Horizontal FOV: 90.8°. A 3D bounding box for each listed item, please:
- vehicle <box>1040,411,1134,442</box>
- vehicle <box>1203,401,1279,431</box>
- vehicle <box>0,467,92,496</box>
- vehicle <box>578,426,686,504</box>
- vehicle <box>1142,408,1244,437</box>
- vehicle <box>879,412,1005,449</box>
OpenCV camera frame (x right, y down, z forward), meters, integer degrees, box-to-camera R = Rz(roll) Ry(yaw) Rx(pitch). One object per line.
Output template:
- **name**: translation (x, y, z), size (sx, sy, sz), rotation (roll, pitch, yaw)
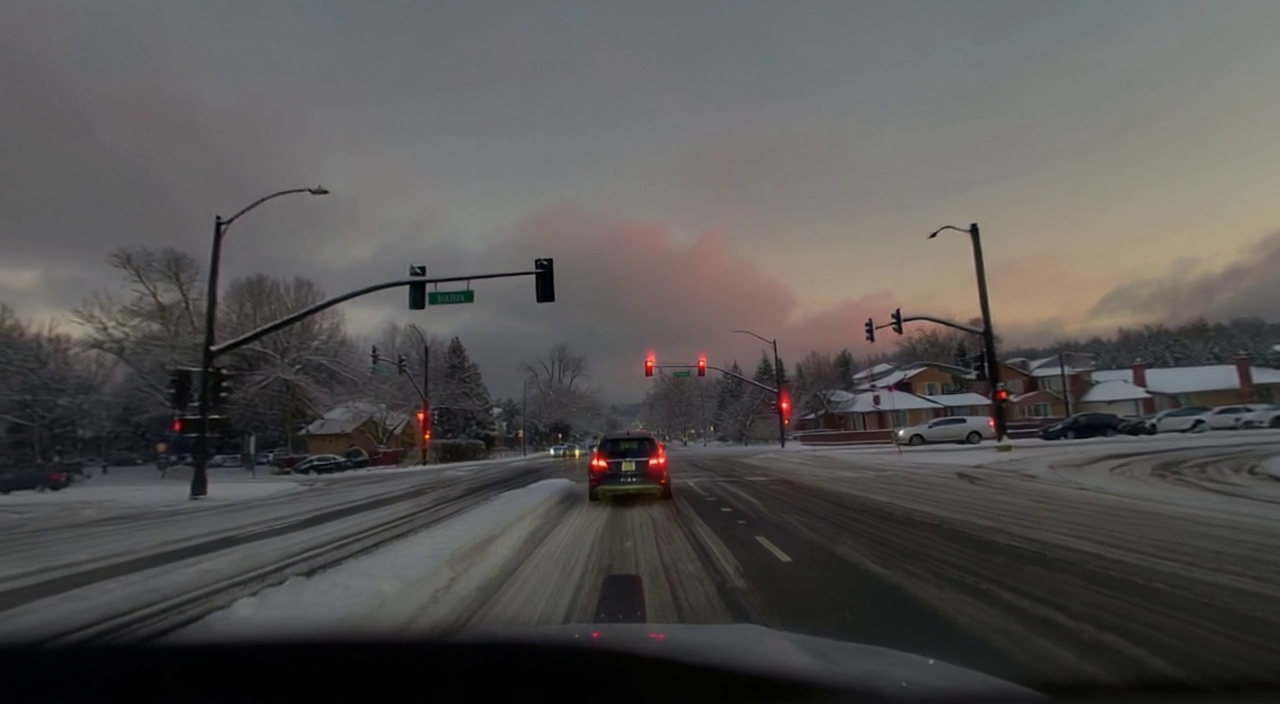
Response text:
- **vehicle**: translation (28.646, 4.839, 40.554), size (4.557, 1.899, 1.996), rotation (1, -8, -5)
- **vehicle**: translation (47.023, 4.991, 48.894), size (4.484, 2.196, 2.468), rotation (1, -7, -3)
- **vehicle**: translation (-39.996, 8.575, 41.907), size (5.009, 1.739, 2.092), rotation (1, -8, -6)
- **vehicle**: translation (-0.031, 2.619, 15.041), size (2.074, 1.570, 3.647), rotation (0, -8, 7)
- **vehicle**: translation (35.905, 4.589, 41.085), size (4.735, 1.784, 2.094), rotation (1, -7, -3)
- **vehicle**: translation (17.842, 4.655, 37.561), size (6.025, 2.000, 2.876), rotation (1, -7, -2)
